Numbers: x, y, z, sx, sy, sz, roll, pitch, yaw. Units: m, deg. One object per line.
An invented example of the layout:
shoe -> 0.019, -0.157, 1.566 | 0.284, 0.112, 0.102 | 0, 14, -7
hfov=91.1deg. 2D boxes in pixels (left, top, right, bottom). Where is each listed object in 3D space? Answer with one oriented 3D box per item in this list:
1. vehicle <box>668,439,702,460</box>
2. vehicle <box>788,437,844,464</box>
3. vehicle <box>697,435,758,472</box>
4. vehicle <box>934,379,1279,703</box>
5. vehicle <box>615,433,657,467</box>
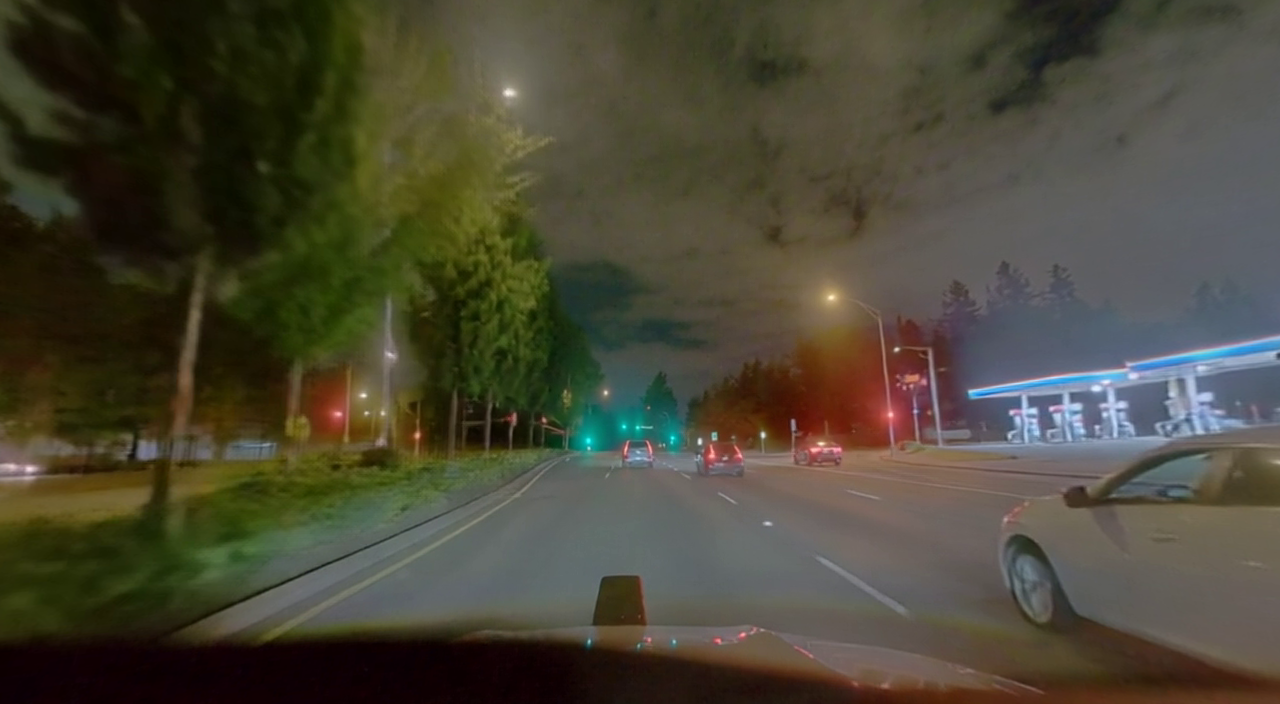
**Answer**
vehicle -> 3.237, 7.163, 46.140 | 2.114, 1.473, 4.495 | 0, -8, -1
vehicle -> 10.022, 5.656, 36.129 | 1.906, 1.488, 4.251 | 0, -8, -1
vehicle -> 3.843, 4.554, 28.259 | 1.980, 1.515, 4.362 | 0, -8, -2
vehicle -> 3.575, 0.940, 2.926 | 2.119, 1.509, 4.756 | 0, -8, 0
vehicle -> -0.233, 5.350, 34.313 | 2.172, 1.694, 4.055 | 0, -8, -1
